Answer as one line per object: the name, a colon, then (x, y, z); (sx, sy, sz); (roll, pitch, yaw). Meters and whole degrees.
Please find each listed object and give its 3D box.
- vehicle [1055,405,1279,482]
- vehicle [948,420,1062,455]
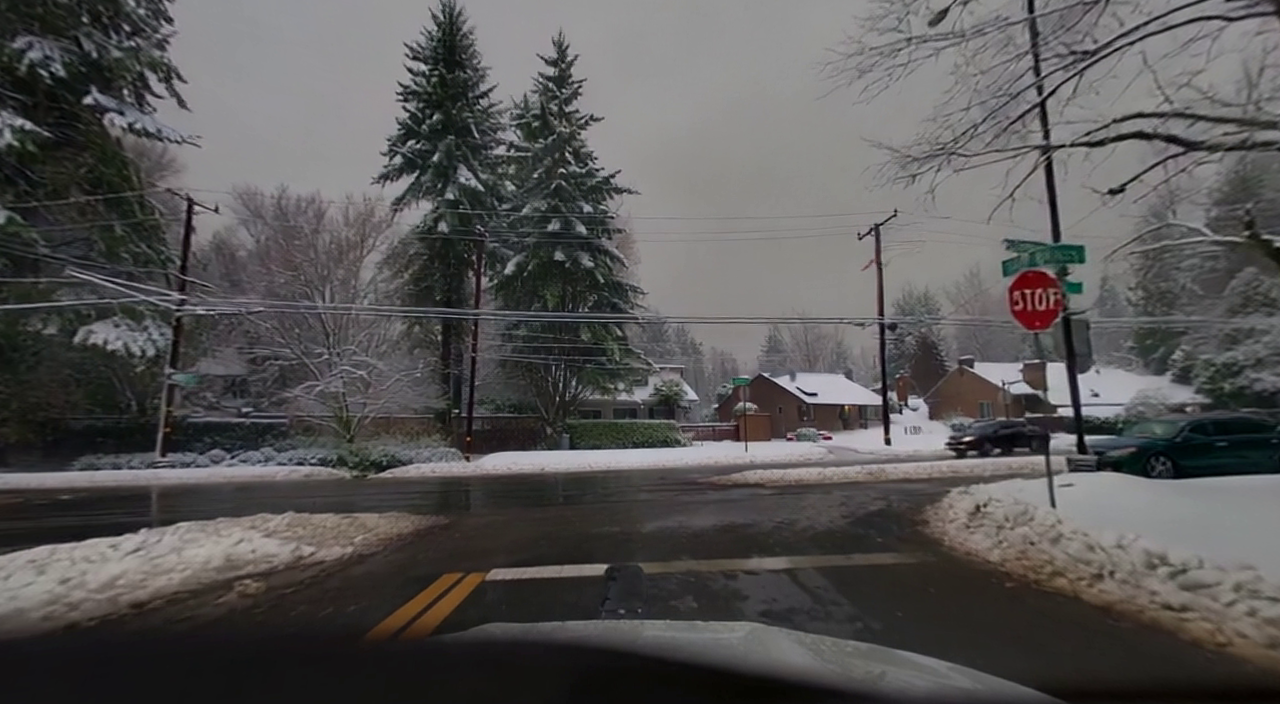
vehicle: (12.802, 2.209, 15.286); (4.208, 1.685, 2.014); (1, -8, -8)
vehicle: (16.734, 3.929, 29.034); (4.296, 1.499, 1.814); (1, -9, -10)
